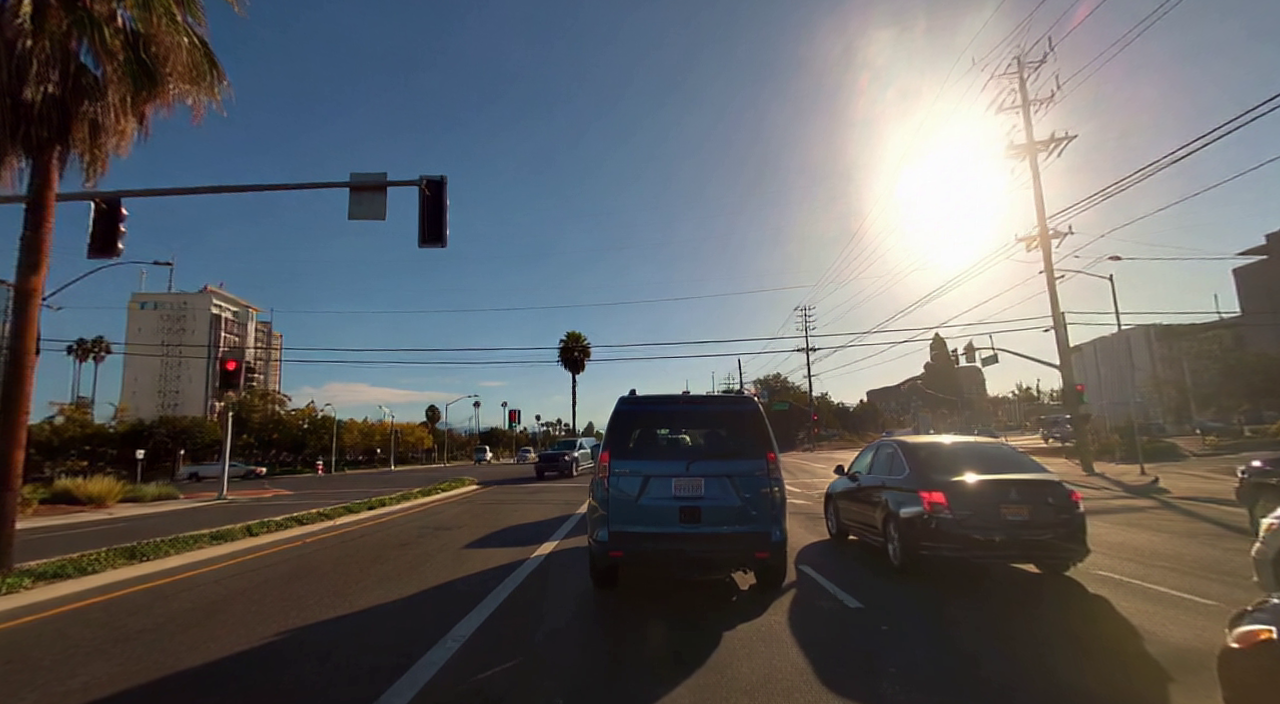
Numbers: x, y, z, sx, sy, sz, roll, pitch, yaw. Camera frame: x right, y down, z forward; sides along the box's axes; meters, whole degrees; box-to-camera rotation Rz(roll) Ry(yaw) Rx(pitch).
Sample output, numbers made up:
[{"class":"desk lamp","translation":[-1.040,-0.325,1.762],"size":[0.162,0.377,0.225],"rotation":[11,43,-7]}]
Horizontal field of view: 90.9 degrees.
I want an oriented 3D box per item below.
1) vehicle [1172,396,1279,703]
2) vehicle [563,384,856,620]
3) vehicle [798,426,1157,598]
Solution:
[{"class":"vehicle","translation":[3.361,0.652,0.677],"size":[1.805,1.485,4.348],"rotation":[0,-9,1]},{"class":"vehicle","translation":[0.459,1.455,7.014],"size":[2.228,1.780,4.269],"rotation":[0,-9,-2]},{"class":"vehicle","translation":[3.453,1.703,7.620],"size":[1.895,1.456,4.255],"rotation":[0,-9,-1]}]
